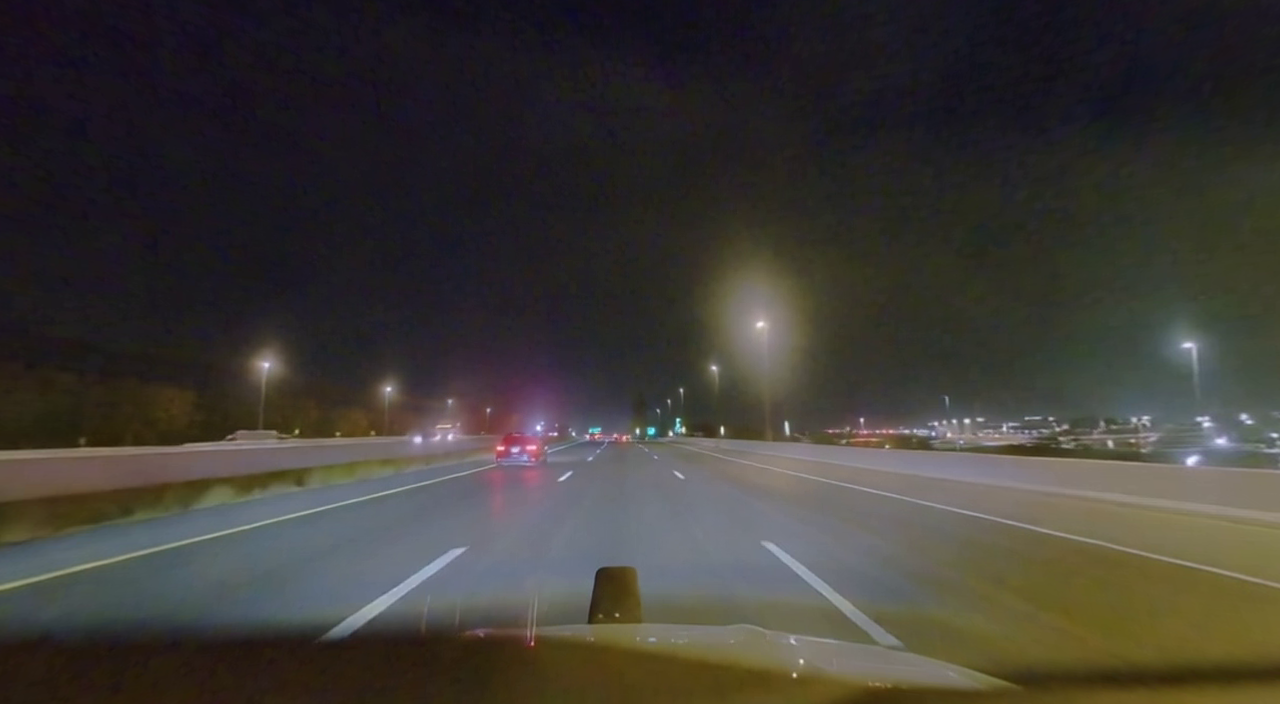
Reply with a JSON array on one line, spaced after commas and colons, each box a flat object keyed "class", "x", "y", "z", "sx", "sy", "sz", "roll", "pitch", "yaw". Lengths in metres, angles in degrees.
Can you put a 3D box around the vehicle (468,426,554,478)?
[{"class": "vehicle", "x": -4.256, "y": 3.369, "z": 21.547, "sx": 2.062, "sy": 1.591, "sz": 4.156, "roll": 0, "pitch": -8, "yaw": 0}]
